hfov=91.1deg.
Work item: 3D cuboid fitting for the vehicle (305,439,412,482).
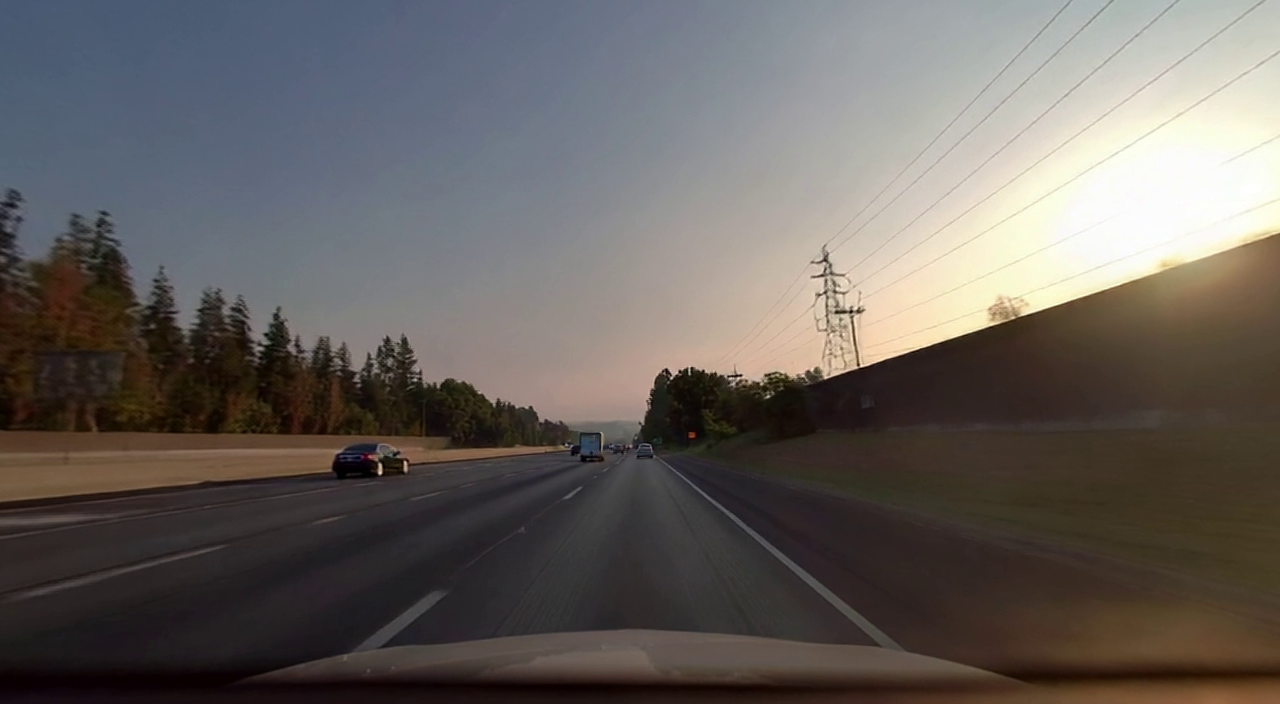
[{"bbox_3d":[-10.820,4.188,24.561,1.955,1.496,4.732,0,-8,1],"label":"vehicle"}]

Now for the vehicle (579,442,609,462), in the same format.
[{"bbox_3d":[-3.549,7.820,49.321,2.046,1.478,4.111,0,-8,0],"label":"vehicle"}]
